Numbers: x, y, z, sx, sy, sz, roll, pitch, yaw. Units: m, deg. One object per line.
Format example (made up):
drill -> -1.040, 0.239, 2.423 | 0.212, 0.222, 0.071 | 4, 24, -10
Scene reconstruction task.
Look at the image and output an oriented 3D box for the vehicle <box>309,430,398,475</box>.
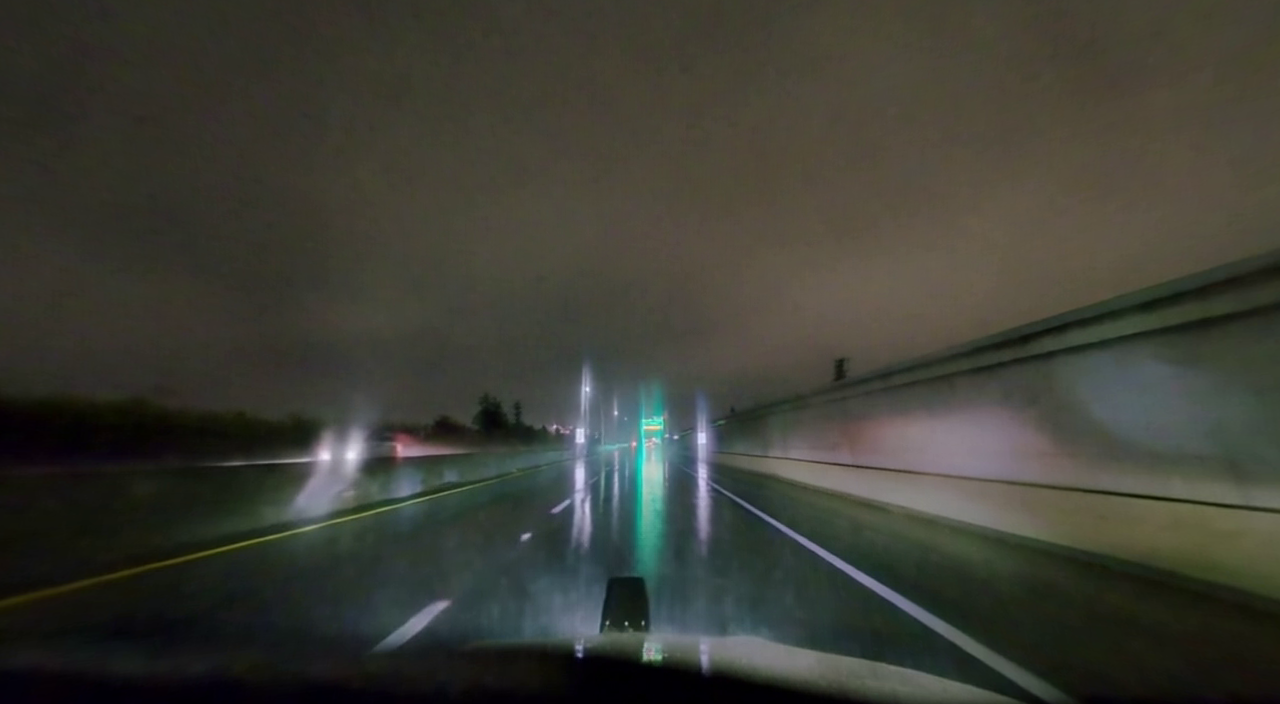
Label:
vehicle -> -15.961, 5.602, 35.456 | 2.415, 2.310, 5.278 | 0, -8, 1
